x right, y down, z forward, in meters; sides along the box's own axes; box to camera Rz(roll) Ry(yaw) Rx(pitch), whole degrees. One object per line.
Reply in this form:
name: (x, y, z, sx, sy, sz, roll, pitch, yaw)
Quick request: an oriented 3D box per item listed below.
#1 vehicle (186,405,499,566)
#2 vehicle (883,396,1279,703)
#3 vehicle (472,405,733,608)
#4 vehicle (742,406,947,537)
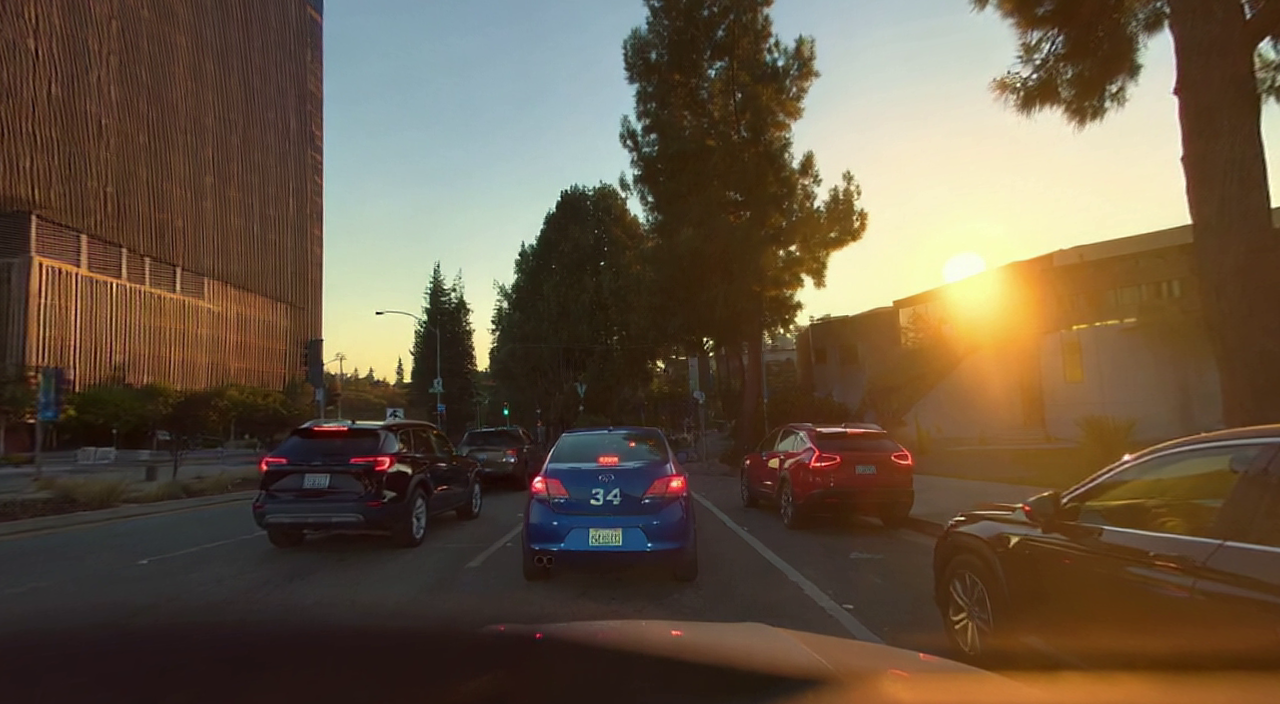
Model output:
vehicle: (-3.750, 1.788, 9.248, 2.141, 1.718, 4.809, 0, -8, 1)
vehicle: (3.244, 1.070, 3.397, 2.045, 1.459, 4.462, 0, -8, -1)
vehicle: (-0.352, 1.585, 7.420, 2.114, 1.631, 4.459, 0, -8, -1)
vehicle: (3.342, 2.084, 11.537, 2.117, 1.879, 4.715, 0, -8, -1)
